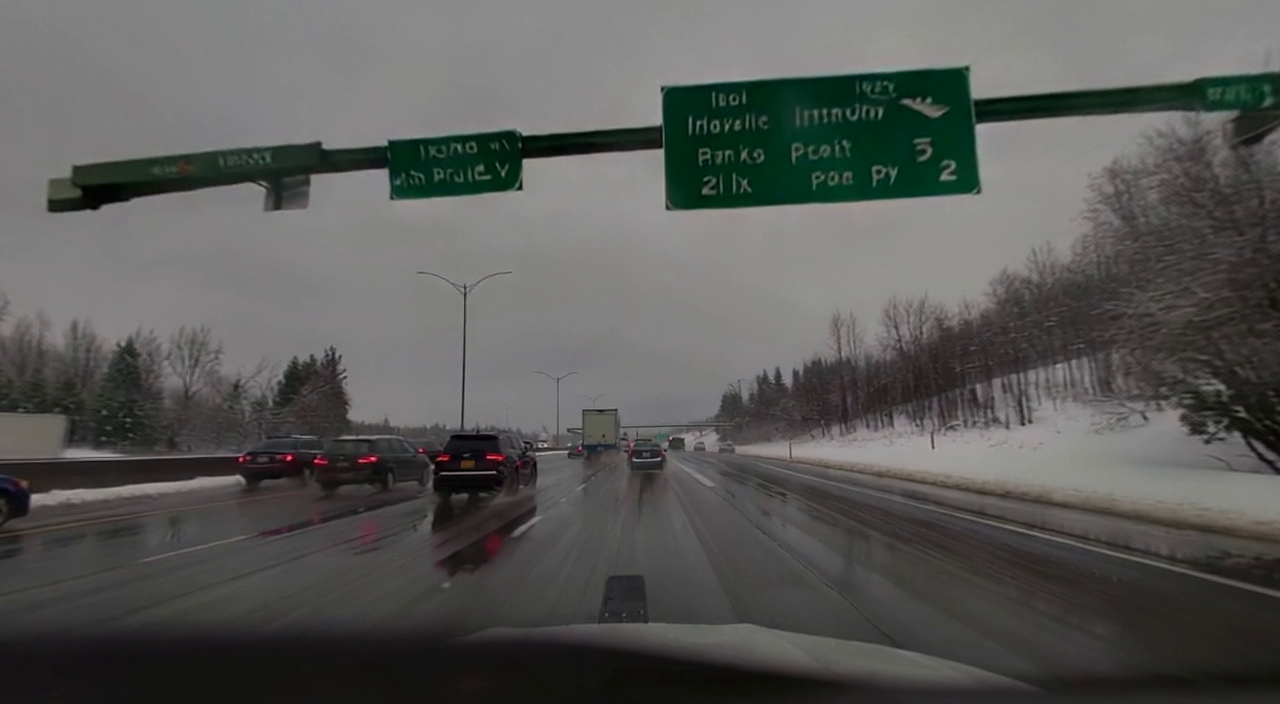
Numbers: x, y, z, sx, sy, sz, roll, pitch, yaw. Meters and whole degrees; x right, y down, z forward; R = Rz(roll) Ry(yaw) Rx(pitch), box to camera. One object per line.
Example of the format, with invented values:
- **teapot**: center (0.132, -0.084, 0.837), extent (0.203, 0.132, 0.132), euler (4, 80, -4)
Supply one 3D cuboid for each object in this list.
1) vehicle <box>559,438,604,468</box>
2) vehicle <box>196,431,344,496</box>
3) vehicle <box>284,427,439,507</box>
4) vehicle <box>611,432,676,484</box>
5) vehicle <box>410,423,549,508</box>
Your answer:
- **vehicle**: center (-3.528, 6.161, 38.709), extent (2.243, 1.683, 4.178), euler (0, -8, 1)
- **vehicle**: center (-11.123, 3.369, 19.399), extent (1.871, 1.747, 4.342), euler (0, -8, 1)
- **vehicle**: center (-6.947, 2.896, 16.345), extent (1.998, 1.770, 4.222), euler (0, -8, 1)
- **vehicle**: center (0.162, 3.848, 23.180), extent (2.180, 1.716, 3.920), euler (0, -8, 1)
- **vehicle**: center (-3.726, 2.744, 15.667), extent (2.125, 1.792, 4.466), euler (0, -8, 2)
